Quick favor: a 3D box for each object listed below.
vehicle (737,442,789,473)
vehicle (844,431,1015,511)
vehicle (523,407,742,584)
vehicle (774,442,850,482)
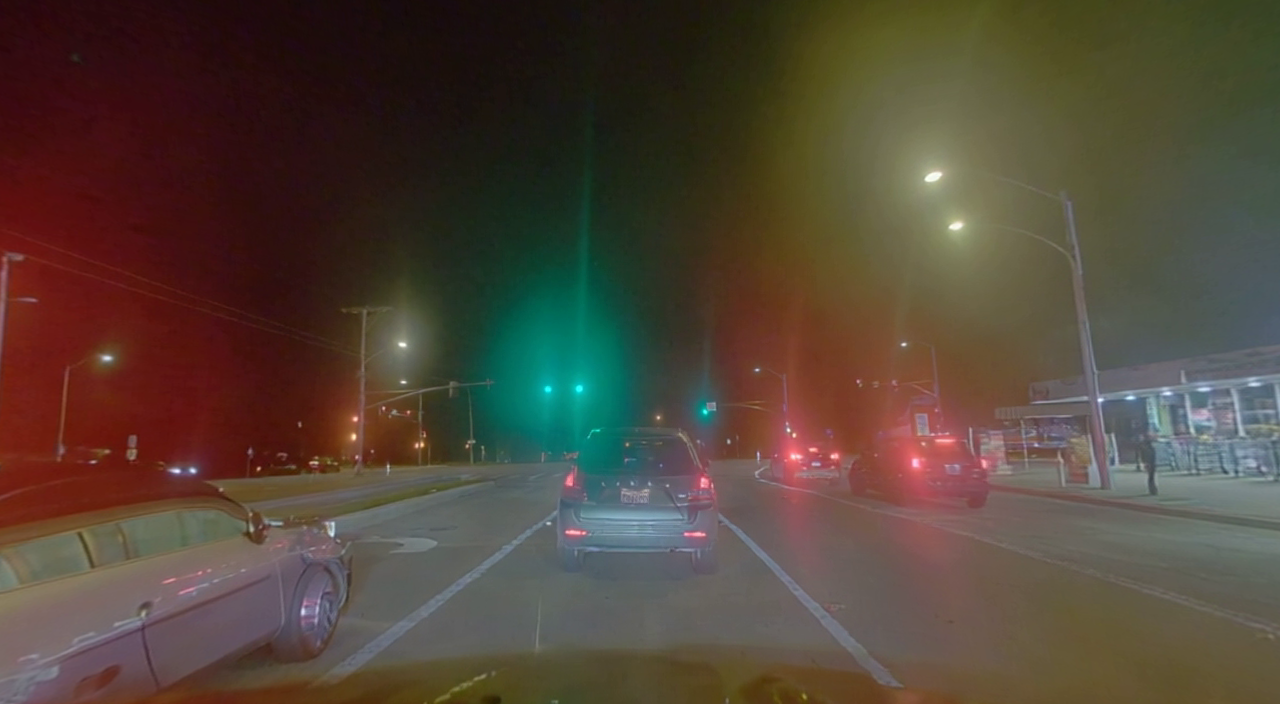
[{"bbox_3d":[6.307,5.462,32.711,1.961,1.477,4.454,0,-8,2],"label":"vehicle"},{"bbox_3d":[6.768,2.824,15.428,2.072,1.652,4.611,0,-8,1],"label":"vehicle"},{"bbox_3d":[-0.059,1.689,8.134,2.115,1.700,3.901,0,-8,1],"label":"vehicle"},{"bbox_3d":[6.859,4.420,25.553,1.833,1.452,4.237,0,-9,0],"label":"vehicle"}]
